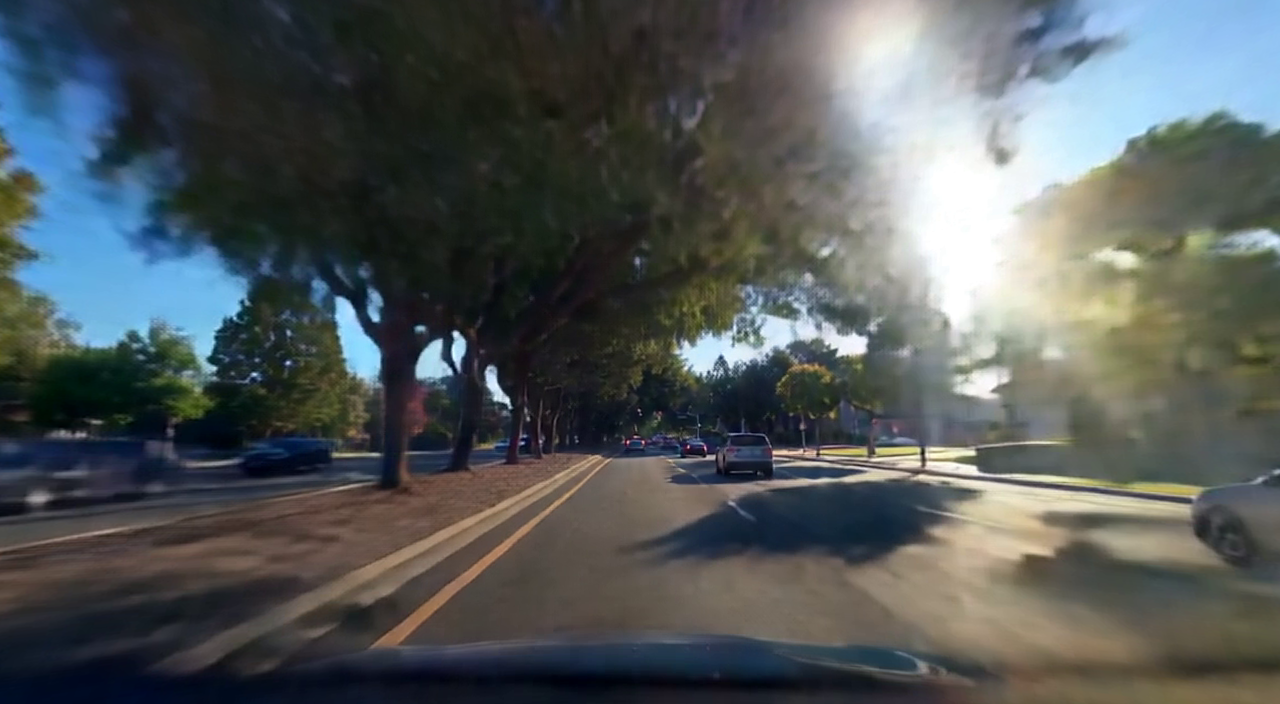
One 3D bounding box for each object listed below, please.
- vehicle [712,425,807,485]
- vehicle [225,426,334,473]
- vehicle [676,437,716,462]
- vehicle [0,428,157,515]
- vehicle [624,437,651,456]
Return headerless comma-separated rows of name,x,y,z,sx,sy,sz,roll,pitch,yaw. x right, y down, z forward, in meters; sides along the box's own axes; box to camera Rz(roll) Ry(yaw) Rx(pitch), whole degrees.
vehicle,3.939,3.511,21.762,2.209,1.813,4.724,0,-8,-2
vehicle,-16.135,4.404,28.672,2.026,1.911,4.933,0,-8,0
vehicle,3.476,6.159,39.960,2.064,1.474,4.389,0,-8,-1
vehicle,-12.034,2.249,12.183,1.938,1.487,4.442,0,-8,0
vehicle,-0.225,7.463,49.881,1.988,1.418,4.214,0,-8,-1
